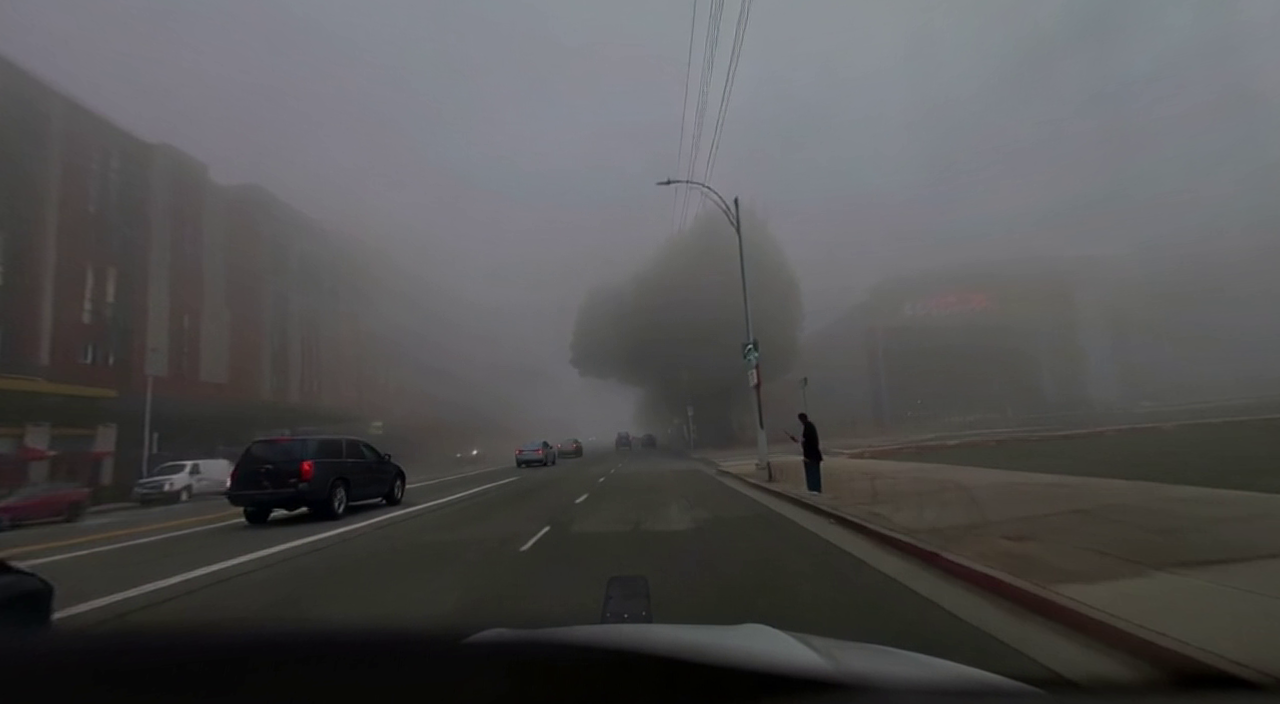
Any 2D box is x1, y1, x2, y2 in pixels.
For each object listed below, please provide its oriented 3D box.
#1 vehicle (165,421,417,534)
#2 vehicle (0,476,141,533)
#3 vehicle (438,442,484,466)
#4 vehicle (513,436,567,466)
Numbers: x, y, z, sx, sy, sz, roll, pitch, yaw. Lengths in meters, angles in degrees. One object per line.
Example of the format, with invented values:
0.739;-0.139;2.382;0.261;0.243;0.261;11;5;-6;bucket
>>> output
-6.154;2.260;12.001;2.007;1.698;4.759;0;-8;1;vehicle
-20.679;5.335;22.470;1.773;1.511;4.687;1;-8;2;vehicle
-13.211;7.561;46.814;2.003;1.704;4.334;-1;-8;1;vehicle
-5.288;5.301;33.996;2.030;1.488;4.650;-1;-8;2;vehicle
